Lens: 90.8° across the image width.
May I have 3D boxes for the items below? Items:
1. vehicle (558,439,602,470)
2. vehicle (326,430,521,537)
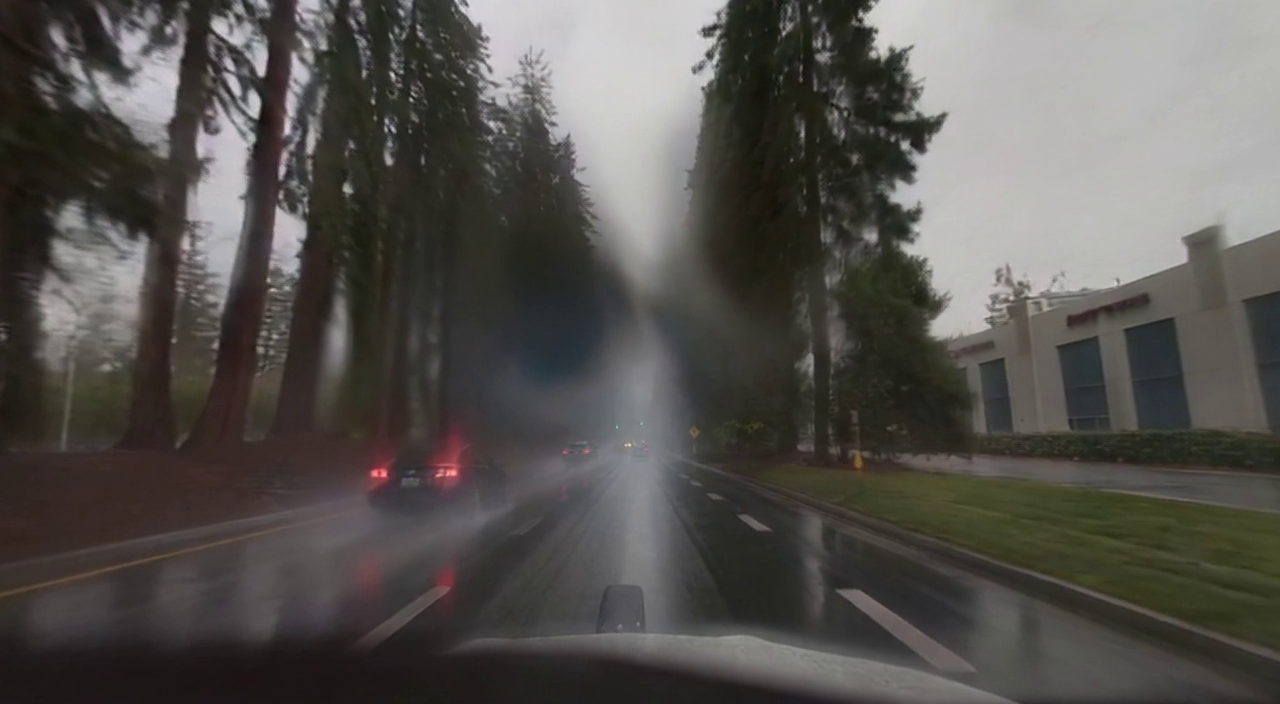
[{"bbox_3d":[-3.270,5.698,35.229,1.942,1.588,4.172,0,-9,1],"label":"vehicle"},{"bbox_3d":[-3.458,2.185,11.128,1.862,1.478,4.369,0,-9,0],"label":"vehicle"}]
